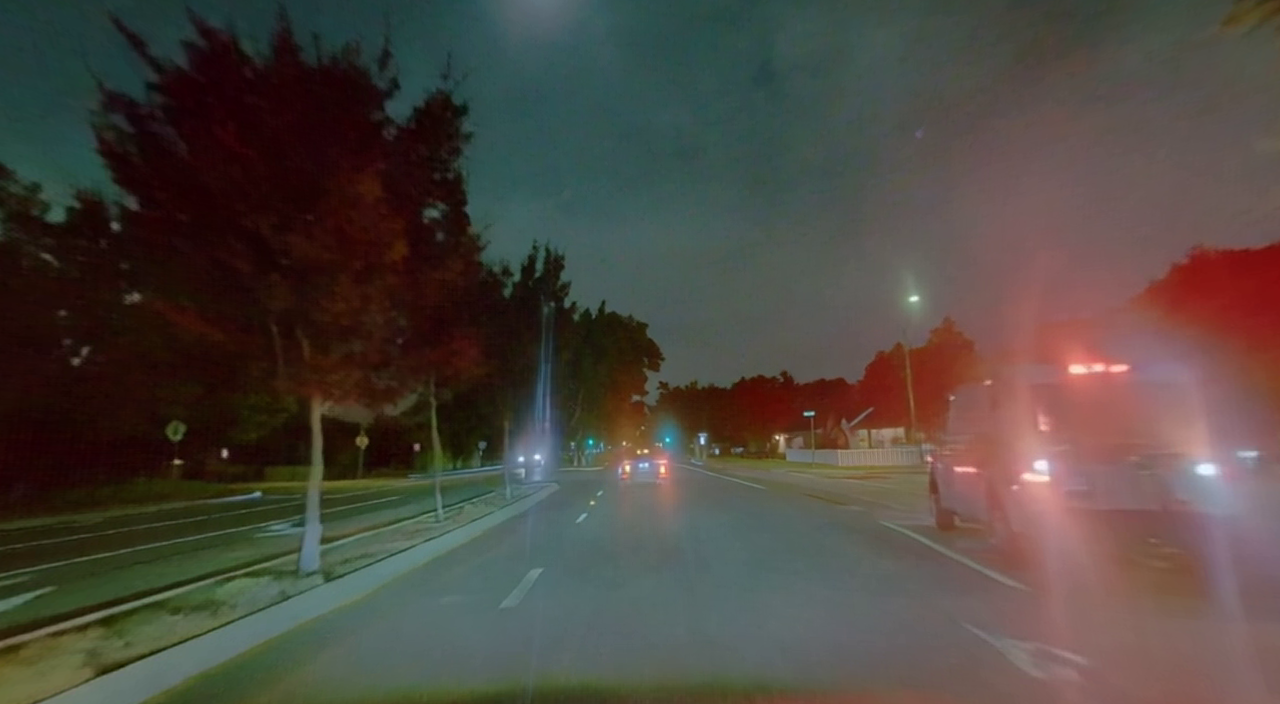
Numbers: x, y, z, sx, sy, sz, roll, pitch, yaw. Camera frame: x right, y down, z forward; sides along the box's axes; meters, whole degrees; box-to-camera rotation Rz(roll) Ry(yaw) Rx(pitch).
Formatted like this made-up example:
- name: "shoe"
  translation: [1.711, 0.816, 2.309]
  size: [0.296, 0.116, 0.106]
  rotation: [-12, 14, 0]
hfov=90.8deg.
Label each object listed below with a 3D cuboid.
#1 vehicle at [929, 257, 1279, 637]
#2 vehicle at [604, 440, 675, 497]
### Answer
- name: "vehicle"
  translation: [5.205, 1.181, 7.762]
  size: [2.654, 2.824, 5.794]
  rotation: [-7, -11, 24]
- name: "vehicle"
  translation: [0.015, 3.745, 20.642]
  size: [2.106, 1.655, 3.717]
  rotation: [0, -8, 1]
